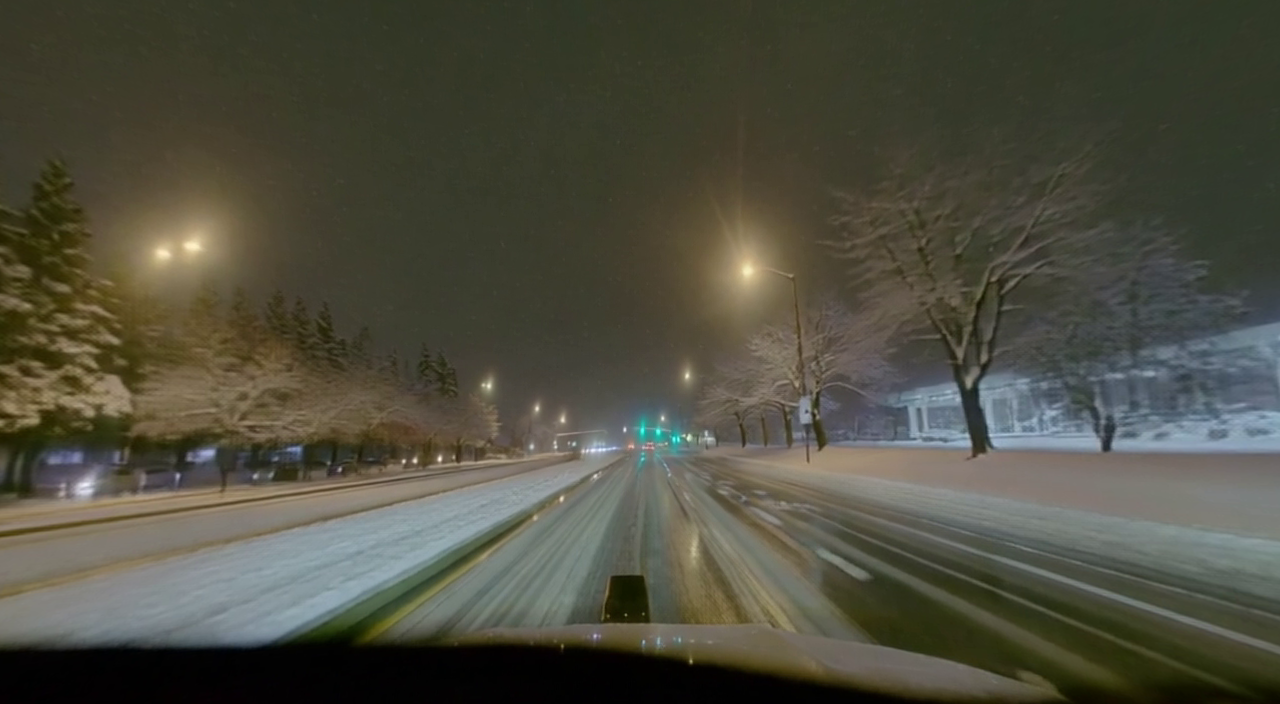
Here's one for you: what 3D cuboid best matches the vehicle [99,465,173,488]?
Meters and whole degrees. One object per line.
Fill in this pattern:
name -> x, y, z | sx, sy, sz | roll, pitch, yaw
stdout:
vehicle -> -37.456, 9.256, 47.005 | 1.815, 1.467, 4.436 | 0, -8, 0

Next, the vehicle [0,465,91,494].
vehicle -> -37.539, 8.021, 39.859 | 1.819, 1.589, 4.040 | 0, -8, 1
